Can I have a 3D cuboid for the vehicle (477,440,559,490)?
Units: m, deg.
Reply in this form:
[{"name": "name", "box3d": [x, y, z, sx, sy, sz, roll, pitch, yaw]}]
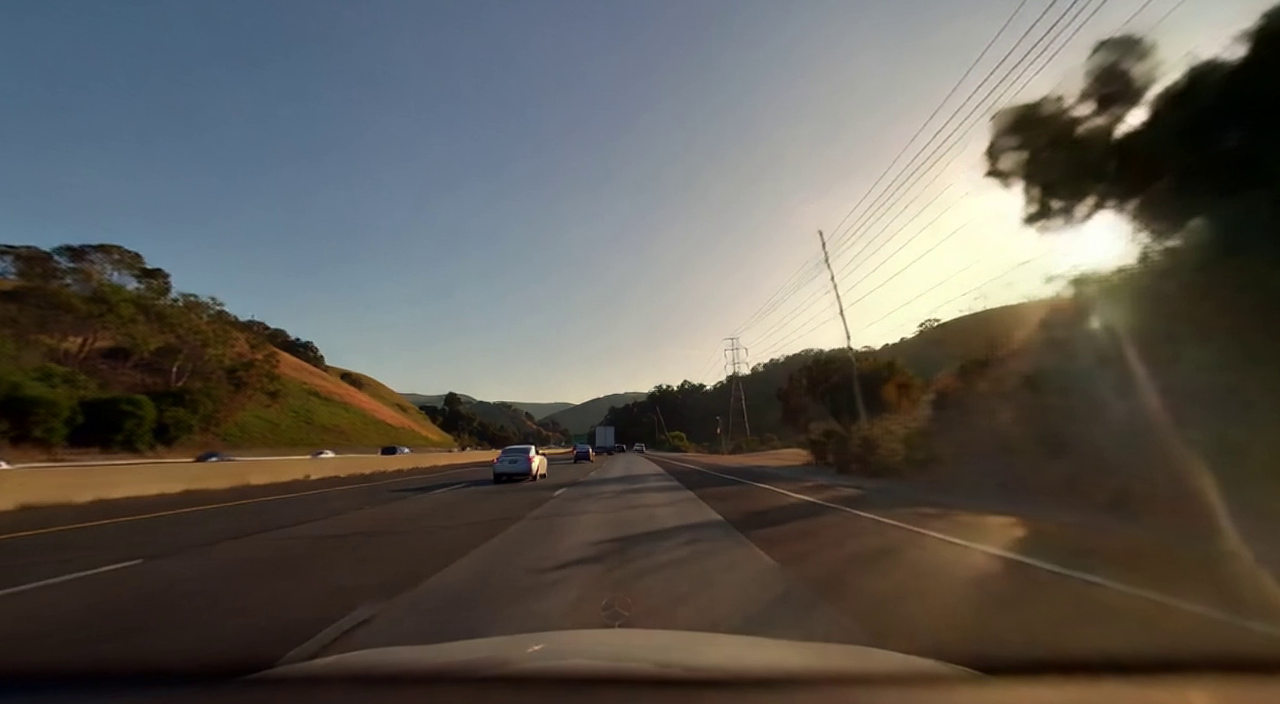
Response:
[{"name": "vehicle", "box3d": [-4.097, 3.877, 22.015, 1.963, 1.533, 4.477, 0, -9, 0]}]
